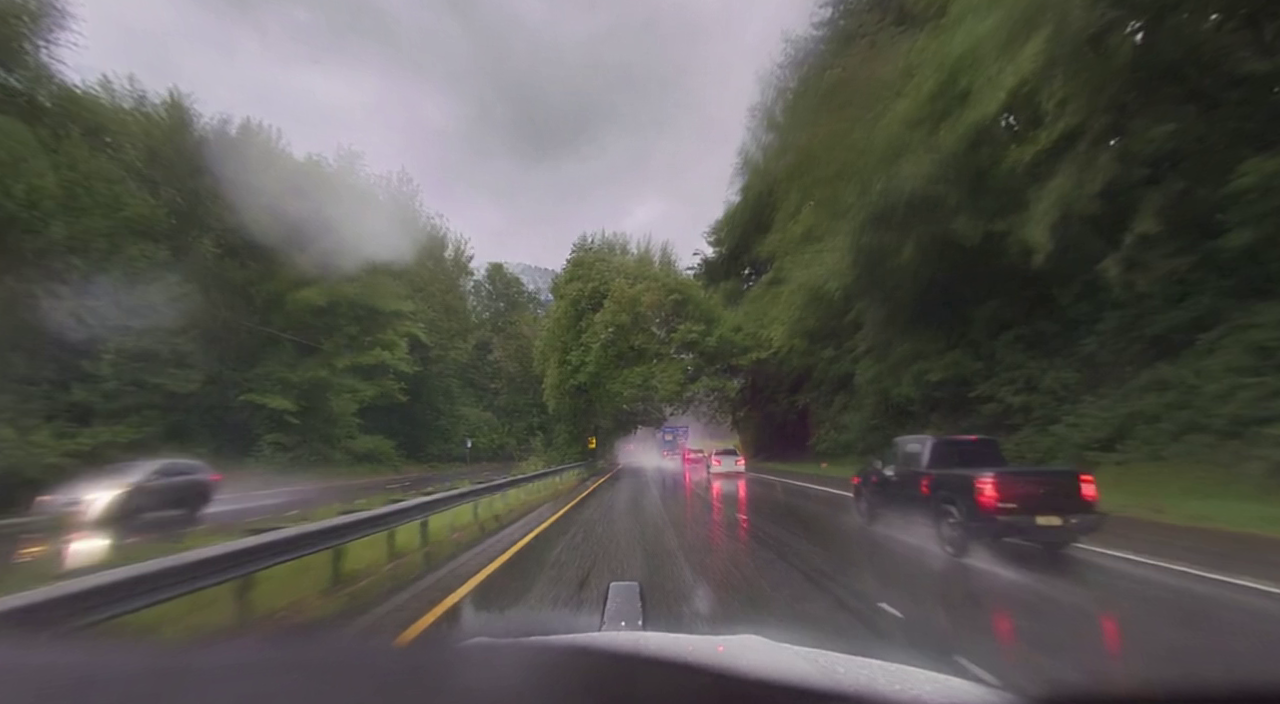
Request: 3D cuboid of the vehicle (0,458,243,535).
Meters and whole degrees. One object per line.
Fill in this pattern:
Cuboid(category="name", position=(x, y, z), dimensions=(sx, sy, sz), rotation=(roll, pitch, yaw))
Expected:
Cuboid(category="vehicle", position=(-12.678, 3.479, 15.814), dimensions=(2.197, 1.503, 4.962), rotation=(0, -9, 0))

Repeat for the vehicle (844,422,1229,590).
Cuboid(category="vehicle", position=(4.472, 1.796, 8.254), dimensions=(1.995, 1.544, 4.579), rotation=(0, -9, -1))

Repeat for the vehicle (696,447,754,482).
Cuboid(category="vehicle", position=(3.974, 5.309, 30.145), dimensions=(2.031, 1.491, 4.883), rotation=(0, -9, -1))
